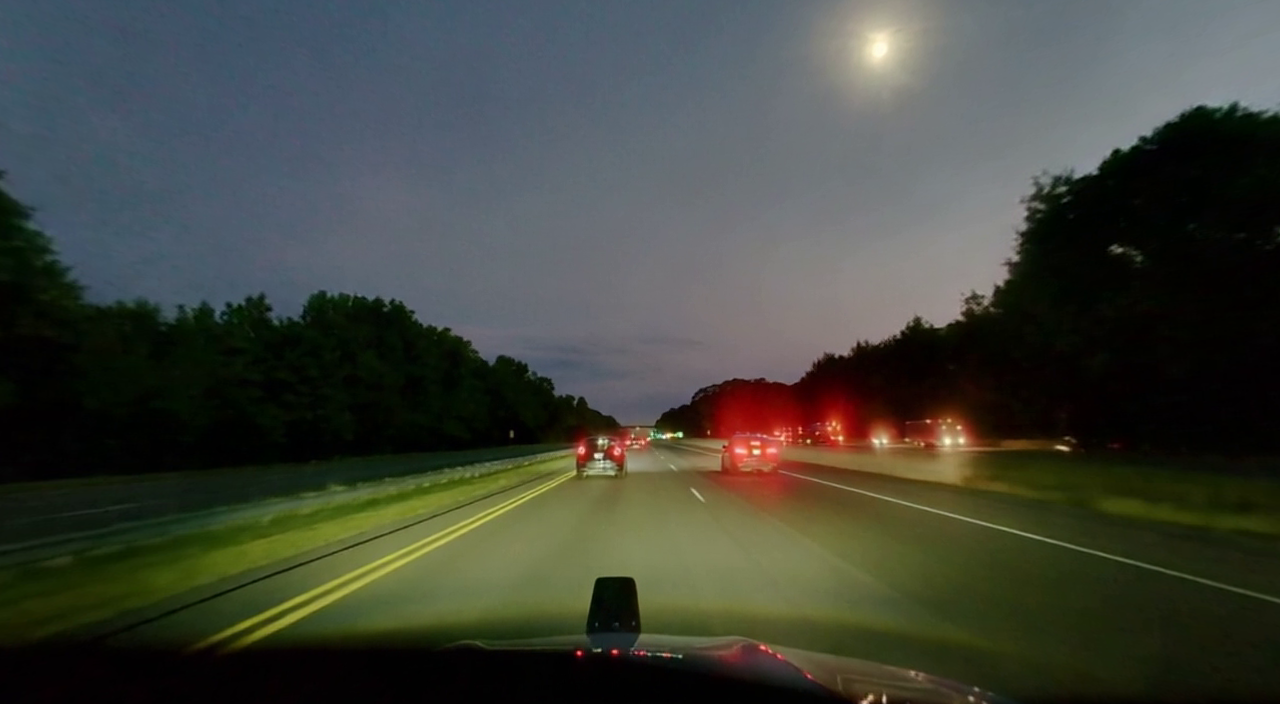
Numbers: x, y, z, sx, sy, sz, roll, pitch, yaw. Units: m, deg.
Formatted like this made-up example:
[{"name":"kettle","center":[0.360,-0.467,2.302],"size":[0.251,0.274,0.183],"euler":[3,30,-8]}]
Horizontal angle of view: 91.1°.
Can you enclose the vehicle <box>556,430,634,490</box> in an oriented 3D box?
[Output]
[{"name":"vehicle","center":[-1.139,2.946,17.608],"size":[1.897,1.479,3.724],"euler":[0,-8,0]}]

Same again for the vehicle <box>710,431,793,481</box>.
[{"name":"vehicle","center":[3.625,3.441,21.273],"size":[2.010,1.508,4.285],"euler":[0,-8,-1]}]

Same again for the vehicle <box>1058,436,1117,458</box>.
[{"name":"vehicle","center":[30.501,6.437,42.931],"size":[1.735,1.441,3.832],"euler":[-1,-8,10]}]
